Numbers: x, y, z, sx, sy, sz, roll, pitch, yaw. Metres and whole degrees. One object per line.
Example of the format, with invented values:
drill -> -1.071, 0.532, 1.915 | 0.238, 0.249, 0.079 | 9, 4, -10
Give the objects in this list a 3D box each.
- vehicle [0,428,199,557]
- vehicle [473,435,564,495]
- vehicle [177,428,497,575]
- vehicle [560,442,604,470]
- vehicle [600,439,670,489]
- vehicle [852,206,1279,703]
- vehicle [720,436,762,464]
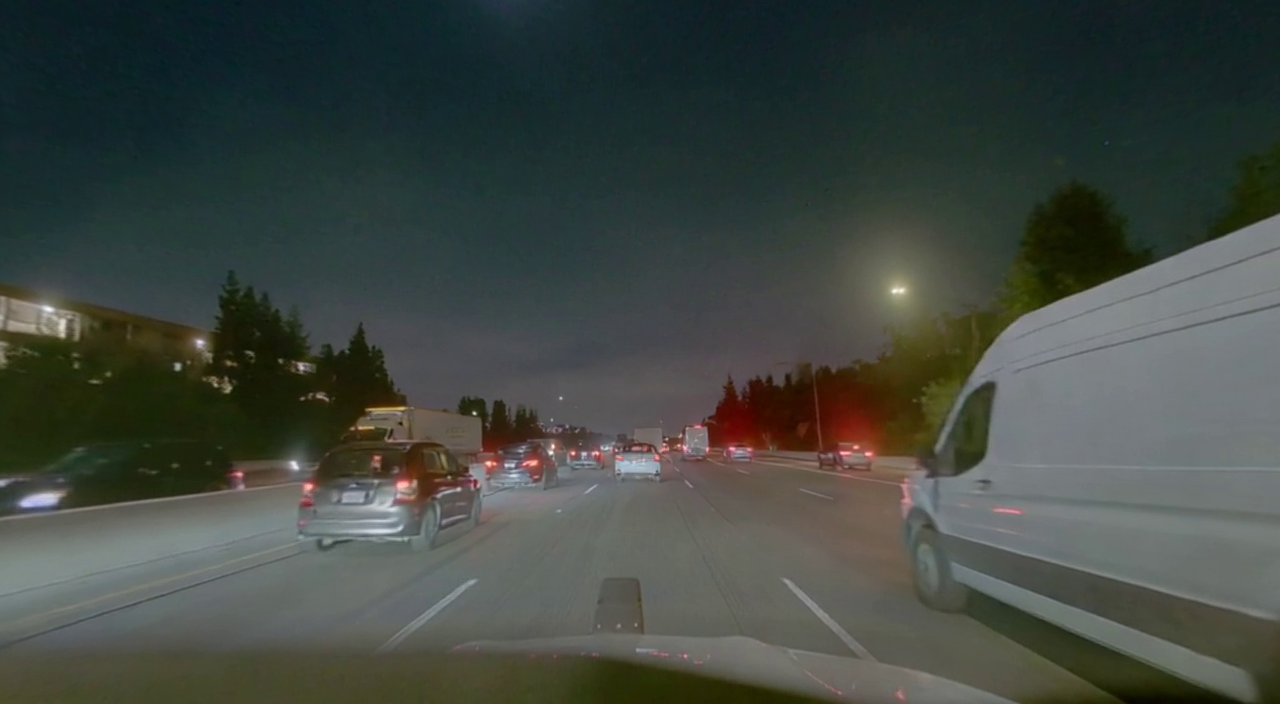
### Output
vehicle -> -8.796, 1.863, 8.653 | 2.125, 1.542, 4.595 | 0, -9, 0
vehicle -> -3.583, 3.417, 19.379 | 1.956, 1.602, 4.258 | 0, -9, 0
vehicle -> -3.587, 1.870, 8.696 | 2.098, 1.463, 4.578 | 0, -9, 1
vehicle -> -3.278, 5.980, 36.278 | 2.062, 1.459, 4.365 | 0, -9, 1
vehicle -> -0.152, 3.604, 20.567 | 2.053, 1.461, 3.941 | 0, -9, 0
vehicle -> 3.360, 0.757, 3.336 | 2.460, 2.086, 5.576 | 0, -9, 0
vehicle -> 6.632, 6.493, 41.757 | 1.992, 1.745, 4.329 | 0, -9, -1
